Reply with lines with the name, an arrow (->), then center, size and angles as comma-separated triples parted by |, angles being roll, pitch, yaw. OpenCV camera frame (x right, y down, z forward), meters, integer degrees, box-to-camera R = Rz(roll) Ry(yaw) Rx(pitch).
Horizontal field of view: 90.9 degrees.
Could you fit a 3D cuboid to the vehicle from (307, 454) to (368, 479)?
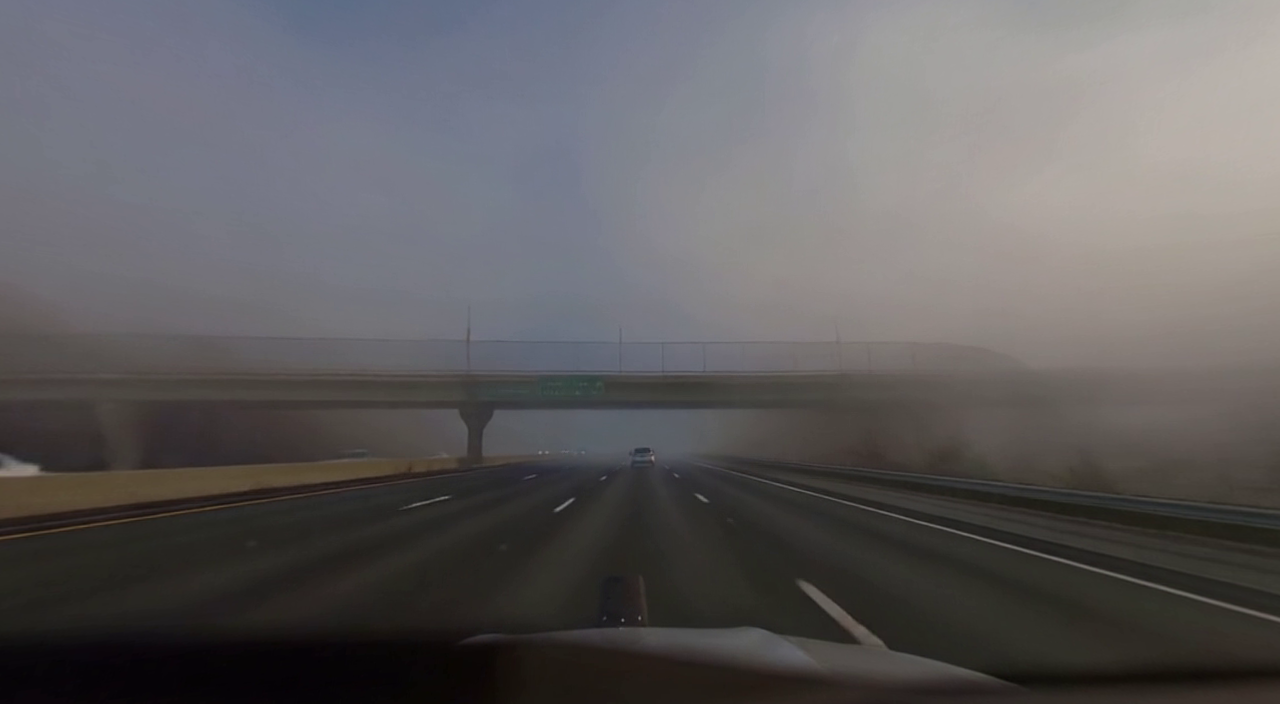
vehicle -> -19.419, 7.349, 40.685 | 1.798, 1.458, 4.213 | 0, -9, 1
